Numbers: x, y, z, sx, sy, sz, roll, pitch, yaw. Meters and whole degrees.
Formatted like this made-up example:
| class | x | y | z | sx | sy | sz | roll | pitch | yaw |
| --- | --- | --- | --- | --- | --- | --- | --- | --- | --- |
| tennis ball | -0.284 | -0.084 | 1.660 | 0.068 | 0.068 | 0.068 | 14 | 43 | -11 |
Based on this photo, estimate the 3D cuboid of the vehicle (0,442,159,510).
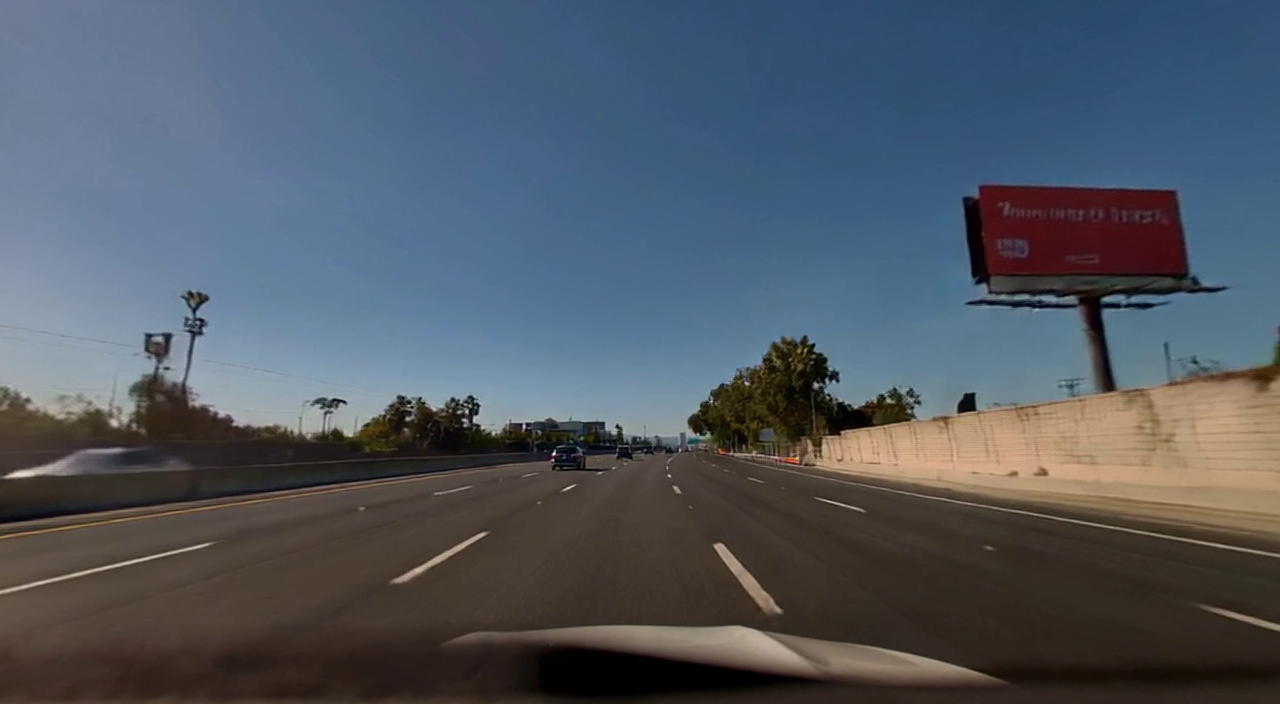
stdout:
| class | x | y | z | sx | sy | sz | roll | pitch | yaw |
| --- | --- | --- | --- | --- | --- | --- | --- | --- | --- |
| vehicle | -14.884 | 3.053 | 16.021 | 2.078 | 1.483 | 4.120 | 0 | -9 | 1 |

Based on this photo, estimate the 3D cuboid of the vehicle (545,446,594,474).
| class | x | y | z | sx | sy | sz | roll | pitch | yaw |
| --- | --- | --- | --- | --- | --- | --- | --- | --- | --- |
| vehicle | -3.864 | 5.993 | 35.430 | 2.078 | 1.457 | 4.648 | 0 | -9 | 2 |
